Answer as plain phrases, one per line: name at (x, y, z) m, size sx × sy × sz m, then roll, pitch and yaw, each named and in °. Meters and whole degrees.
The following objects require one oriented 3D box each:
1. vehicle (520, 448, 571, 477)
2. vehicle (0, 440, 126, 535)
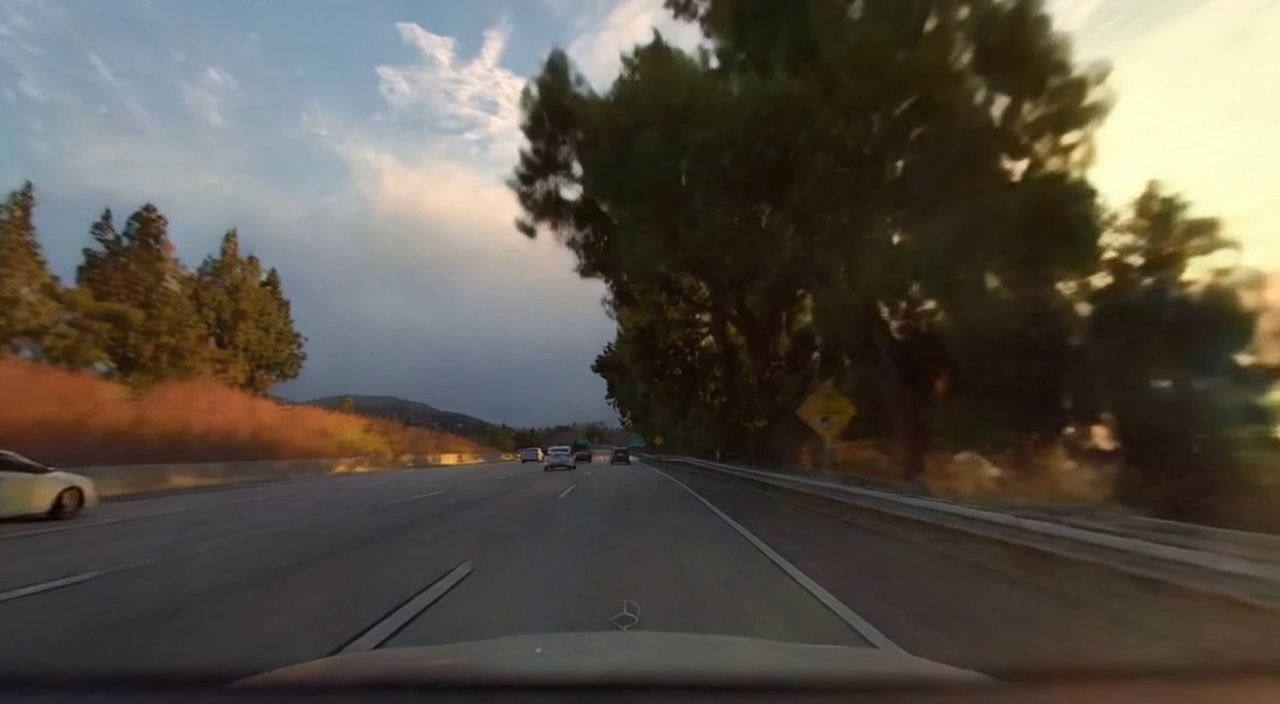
vehicle at (-5.008, 5.906, 33.929) m, size 2.120 × 1.458 × 4.031 m, roll 0°, pitch -9°, yaw 1°
vehicle at (-11.039, 2.135, 9.917) m, size 1.960 × 1.487 × 4.593 m, roll 0°, pitch -9°, yaw 0°
